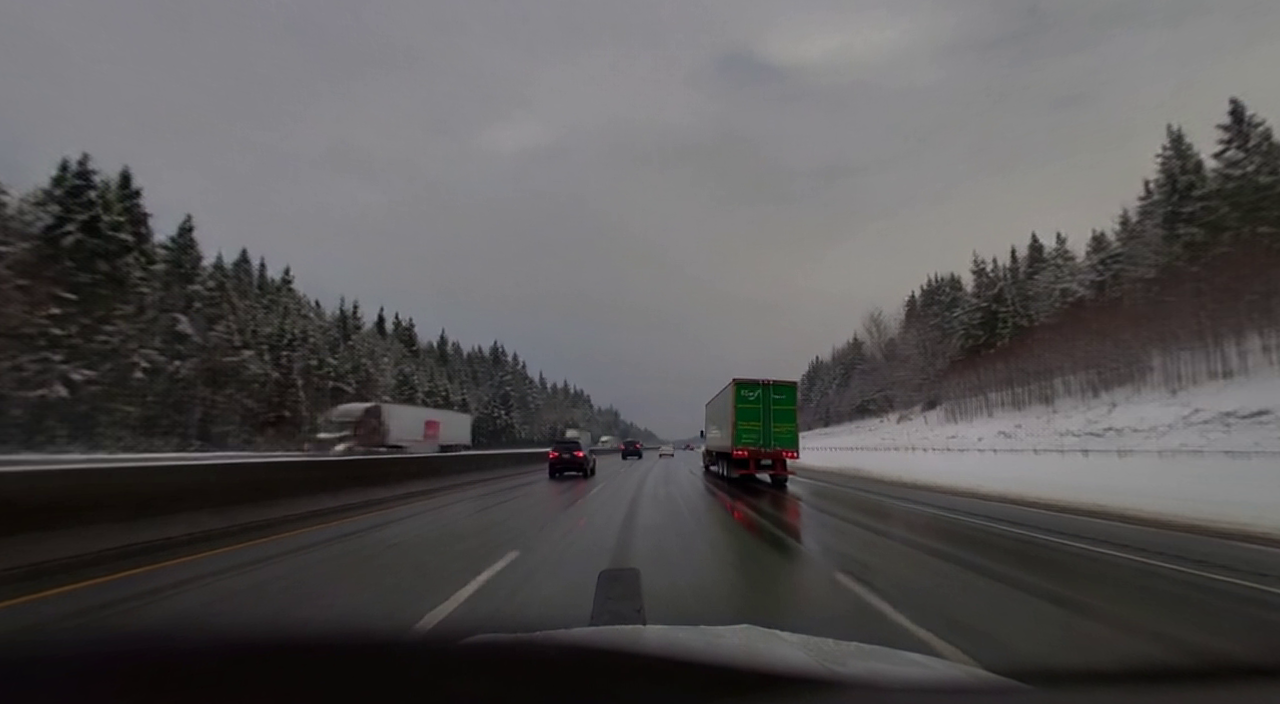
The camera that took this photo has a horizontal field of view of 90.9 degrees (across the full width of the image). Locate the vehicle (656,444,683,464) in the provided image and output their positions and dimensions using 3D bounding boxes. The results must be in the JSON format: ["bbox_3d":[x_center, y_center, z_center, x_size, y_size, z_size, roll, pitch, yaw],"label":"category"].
[{"bbox_3d":[2.334,7.947,49.194,1.990,1.537,3.725,-1,-9,3],"label":"vehicle"}]

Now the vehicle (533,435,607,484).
[{"bbox_3d":[-2.621,4.158,24.644,2.205,1.728,4.397,0,-9,2],"label":"vehicle"}]

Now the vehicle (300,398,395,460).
[{"bbox_3d":[-19.501,5.276,42.455,3.086,3.842,5.980,-1,-9,4],"label":"vehicle"}]

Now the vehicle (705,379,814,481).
[{"bbox_3d":[5.418,4.113,31.807,3.057,3.993,13.914,0,-9,1],"label":"vehicle"}]
